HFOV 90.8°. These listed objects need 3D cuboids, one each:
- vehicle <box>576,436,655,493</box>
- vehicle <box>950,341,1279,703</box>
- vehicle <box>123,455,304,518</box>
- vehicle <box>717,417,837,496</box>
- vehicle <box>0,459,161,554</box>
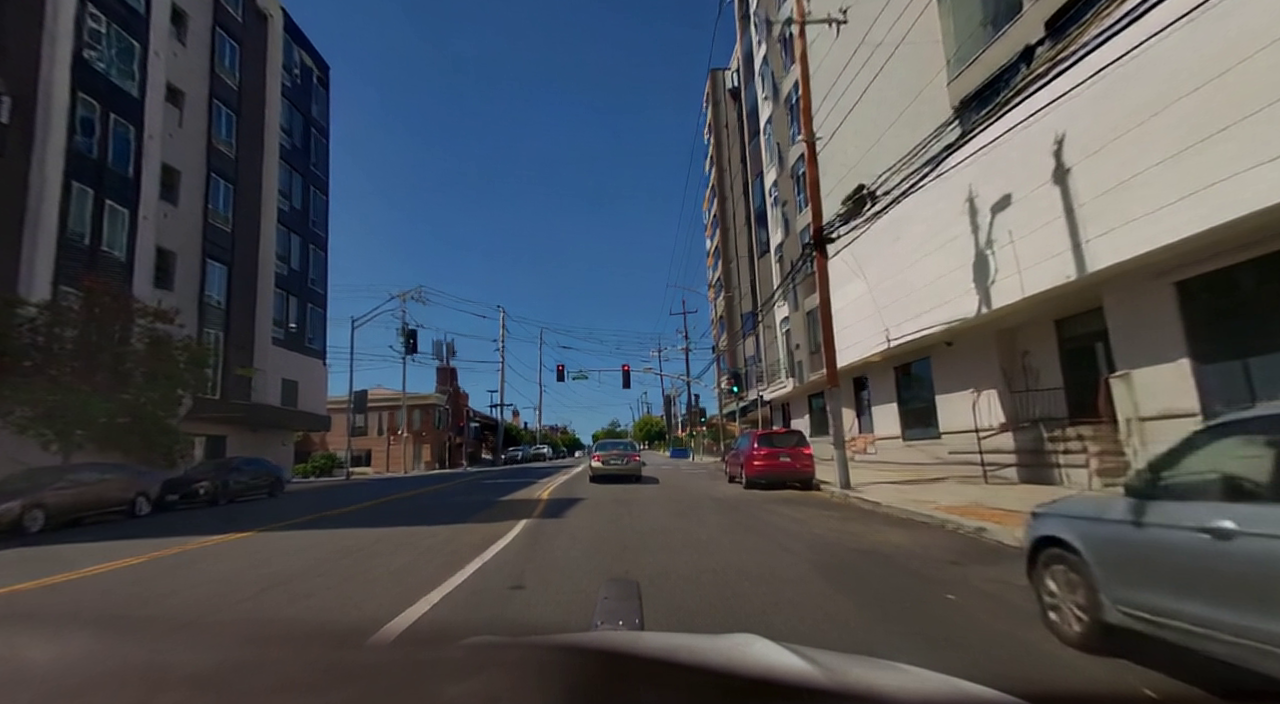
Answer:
[{"bbox_3d":[-0.649,3.190,18.281,2.019,1.453,4.129,0,-8,0],"label":"vehicle"},{"bbox_3d":[3.687,0.887,2.868,2.186,1.764,4.470,0,-8,-1],"label":"vehicle"},{"bbox_3d":[-12.005,3.780,18.292,1.910,1.498,4.662,0,-8,1],"label":"vehicle"},{"bbox_3d":[3.704,2.962,18.211,2.248,1.945,5.011,0,-8,-1],"label":"vehicle"},{"bbox_3d":[-12.008,2.950,12.524,2.004,1.526,3.807,0,-8,0],"label":"vehicle"}]
